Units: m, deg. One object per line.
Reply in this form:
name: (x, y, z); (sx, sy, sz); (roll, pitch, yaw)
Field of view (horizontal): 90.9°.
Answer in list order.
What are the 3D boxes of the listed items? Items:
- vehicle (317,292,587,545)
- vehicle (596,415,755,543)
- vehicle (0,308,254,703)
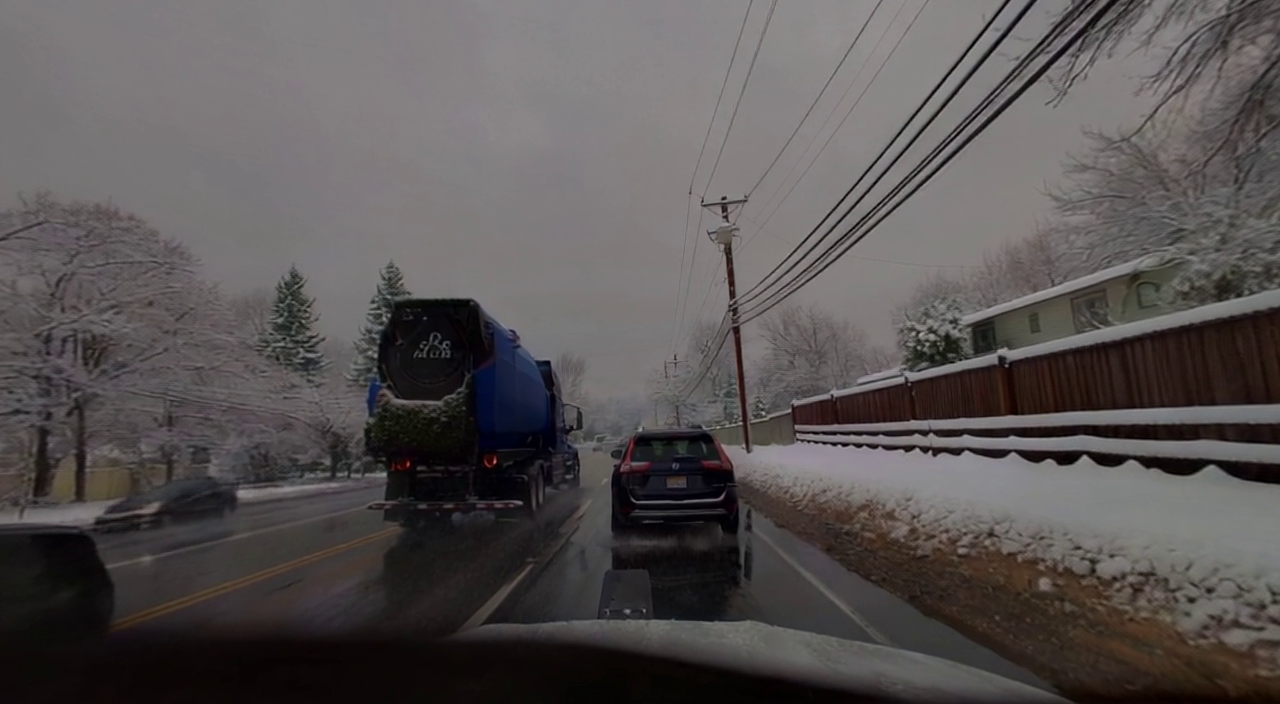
vehicle: (-3.045, 1.585, 13.590); (2.928, 3.658, 8.980); (0, -9, 1)
vehicle: (0.473, 2.057, 10.781); (2.174, 1.749, 4.113); (0, -9, 0)
vehicle: (-3.098, 0.626, 0.949); (2.093, 1.832, 4.508); (0, -9, 1)
